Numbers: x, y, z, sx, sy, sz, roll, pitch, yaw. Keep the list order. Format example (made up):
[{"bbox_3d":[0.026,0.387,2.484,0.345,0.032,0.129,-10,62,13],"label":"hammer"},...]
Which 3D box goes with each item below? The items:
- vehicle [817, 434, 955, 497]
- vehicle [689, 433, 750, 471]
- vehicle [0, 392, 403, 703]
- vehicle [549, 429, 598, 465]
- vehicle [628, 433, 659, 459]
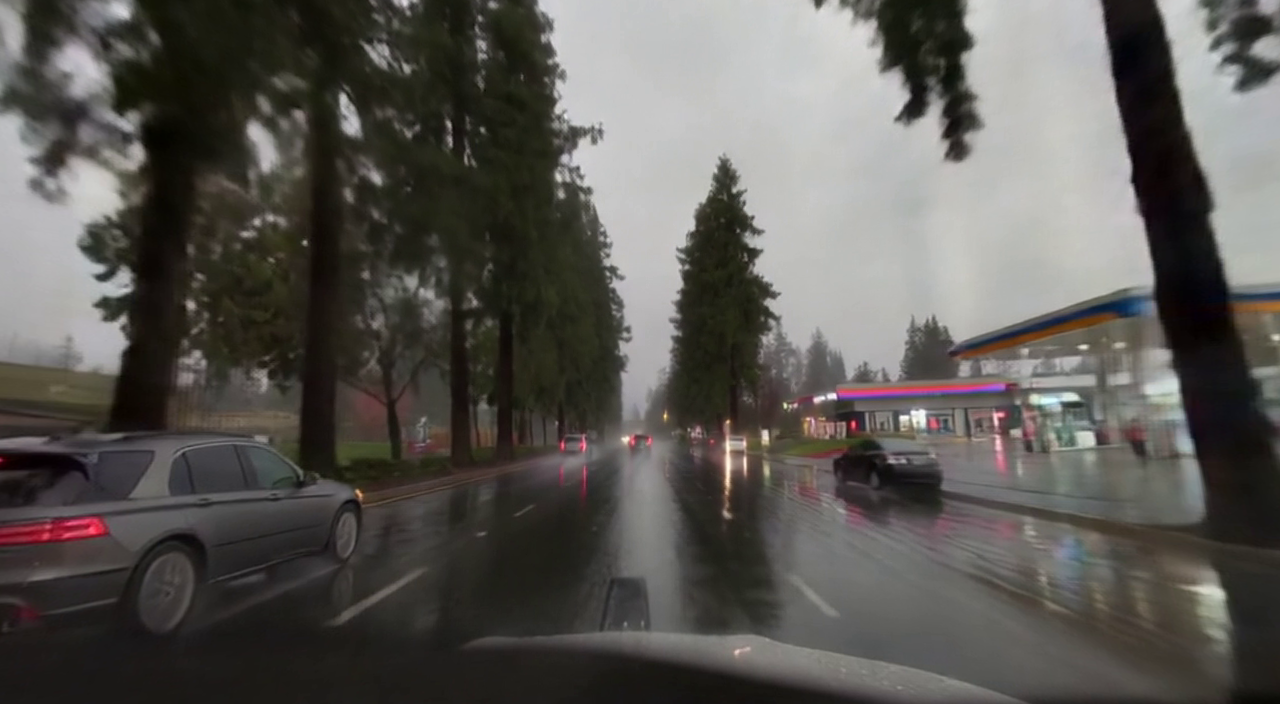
[{"bbox_3d":[6.299,2.928,16.741,1.856,1.421,4.357,0,-8,-1],"label":"vehicle"},{"bbox_3d":[3.313,4.276,27.208,2.010,1.486,4.498,0,-8,-1],"label":"vehicle"},{"bbox_3d":[-4.040,1.280,5.308,1.988,1.530,5.155,0,-8,1],"label":"vehicle"},{"bbox_3d":[-3.429,5.038,33.509,2.051,1.747,4.370,0,-8,1],"label":"vehicle"},{"bbox_3d":[0.203,5.960,40.125,1.922,1.579,3.642,0,-8,0],"label":"vehicle"}]
